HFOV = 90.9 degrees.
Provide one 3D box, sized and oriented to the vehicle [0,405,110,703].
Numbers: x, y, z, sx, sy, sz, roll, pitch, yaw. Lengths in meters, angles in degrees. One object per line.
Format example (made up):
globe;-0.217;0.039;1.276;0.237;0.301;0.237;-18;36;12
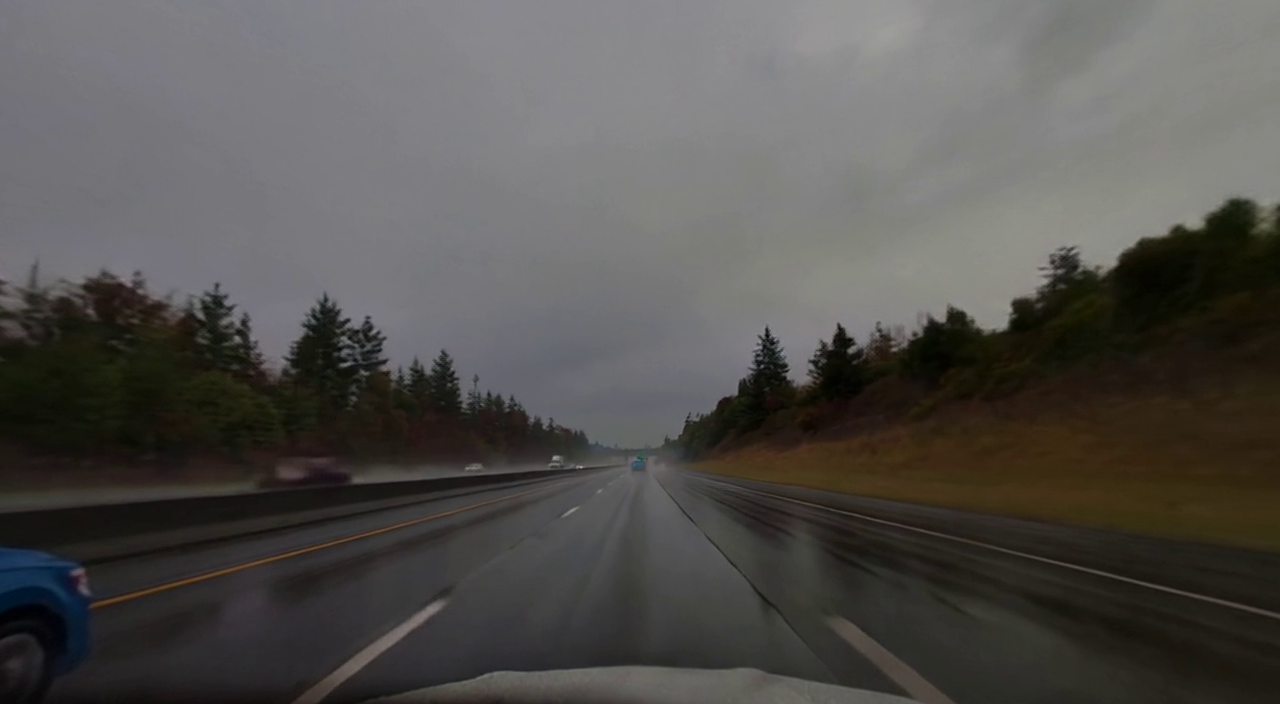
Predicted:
vehicle;-3.252;0.598;0.363;2.016;1.506;4.387;1;-11;0

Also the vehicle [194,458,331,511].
vehicle;-11.779;4.155;20.058;1.801;1.457;4.100;1;-10;0
